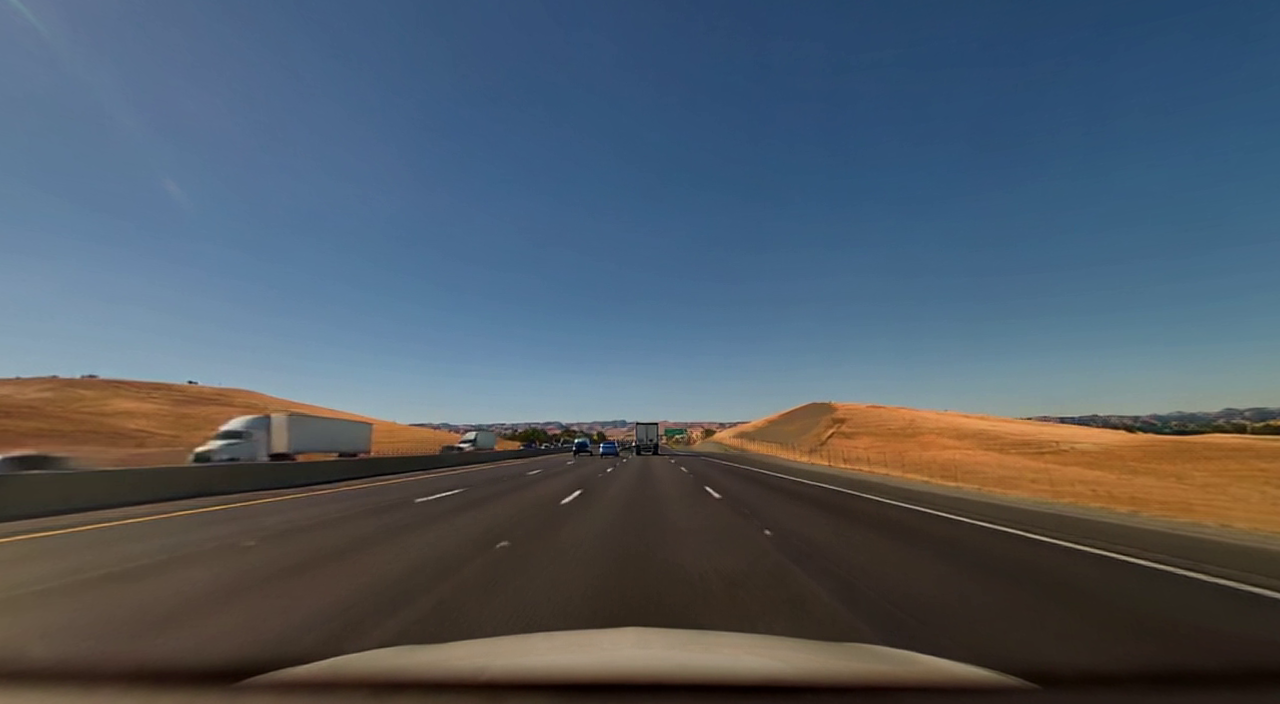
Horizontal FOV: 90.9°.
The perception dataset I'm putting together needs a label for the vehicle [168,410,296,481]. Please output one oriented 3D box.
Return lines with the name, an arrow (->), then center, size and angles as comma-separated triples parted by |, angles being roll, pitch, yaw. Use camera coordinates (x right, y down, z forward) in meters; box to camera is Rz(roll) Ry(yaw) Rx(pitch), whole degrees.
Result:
vehicle -> -24.755, 5.740, 38.853 | 3.008, 3.898, 7.060 | 0, -8, 0
